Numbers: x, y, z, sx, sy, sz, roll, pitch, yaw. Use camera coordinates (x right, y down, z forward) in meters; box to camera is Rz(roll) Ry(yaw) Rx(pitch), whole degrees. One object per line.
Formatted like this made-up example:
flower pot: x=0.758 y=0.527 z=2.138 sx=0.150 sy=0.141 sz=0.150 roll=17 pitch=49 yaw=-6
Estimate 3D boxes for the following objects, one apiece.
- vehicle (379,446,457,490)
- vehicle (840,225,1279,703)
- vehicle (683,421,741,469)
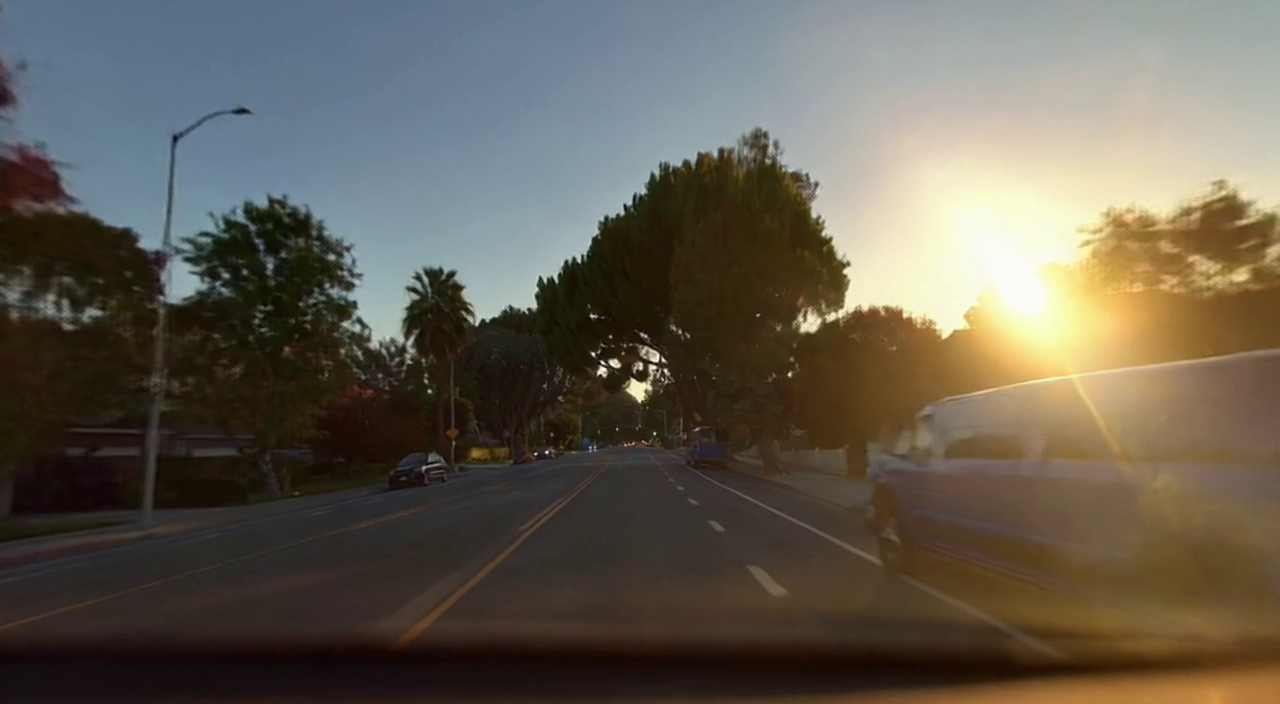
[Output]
vehicle: x=-11.202 y=5.845 z=32.311 sx=2.301 sy=1.855 sz=4.983 roll=-4 pitch=-8 yaw=-2
vehicle: x=3.704 y=1.055 z=4.989 sx=2.504 sy=2.114 sz=6.073 roll=3 pitch=-8 yaw=3
vehicle: x=3.894 y=5.209 z=35.348 sx=2.459 sy=2.452 sz=5.731 roll=0 pitch=-8 yaw=-1
